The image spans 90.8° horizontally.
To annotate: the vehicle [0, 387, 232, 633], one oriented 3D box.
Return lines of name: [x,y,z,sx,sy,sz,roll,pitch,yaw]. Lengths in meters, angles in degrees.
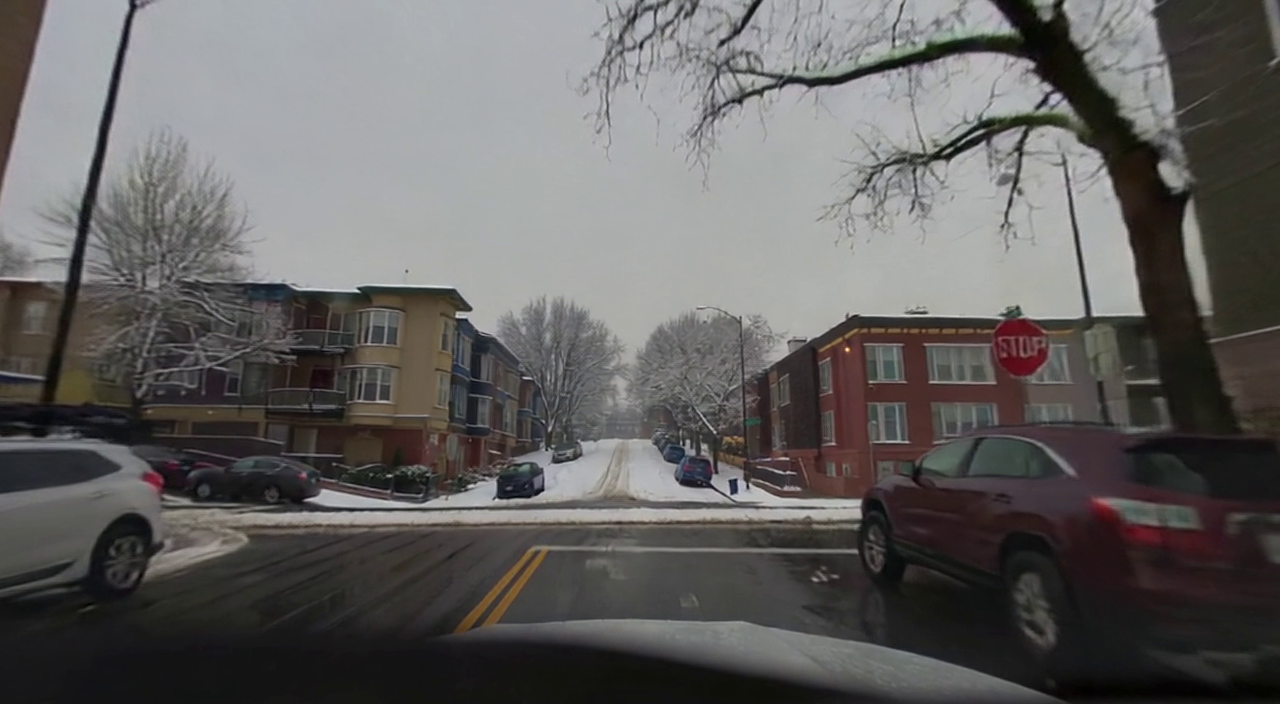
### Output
vehicle: [-6.069,1.322,5.241,2.076,1.913,5.060,-3,-8,-1]

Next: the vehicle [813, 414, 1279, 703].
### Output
vehicle: [3.325,1.466,5.730,2.064,1.548,5.186,0,-8,0]

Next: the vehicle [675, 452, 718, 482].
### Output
vehicle: [3.417,7.037,38.942,2.051,1.526,4.673,0,-7,-2]

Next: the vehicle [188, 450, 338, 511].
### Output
vehicle: [-13.966,4.813,23.607,4.243,1.676,1.844,6,-12,2]

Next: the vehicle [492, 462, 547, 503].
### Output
vehicle: [-5.884,6.404,31.314,1.987,1.662,4.141,-2,-8,-1]
